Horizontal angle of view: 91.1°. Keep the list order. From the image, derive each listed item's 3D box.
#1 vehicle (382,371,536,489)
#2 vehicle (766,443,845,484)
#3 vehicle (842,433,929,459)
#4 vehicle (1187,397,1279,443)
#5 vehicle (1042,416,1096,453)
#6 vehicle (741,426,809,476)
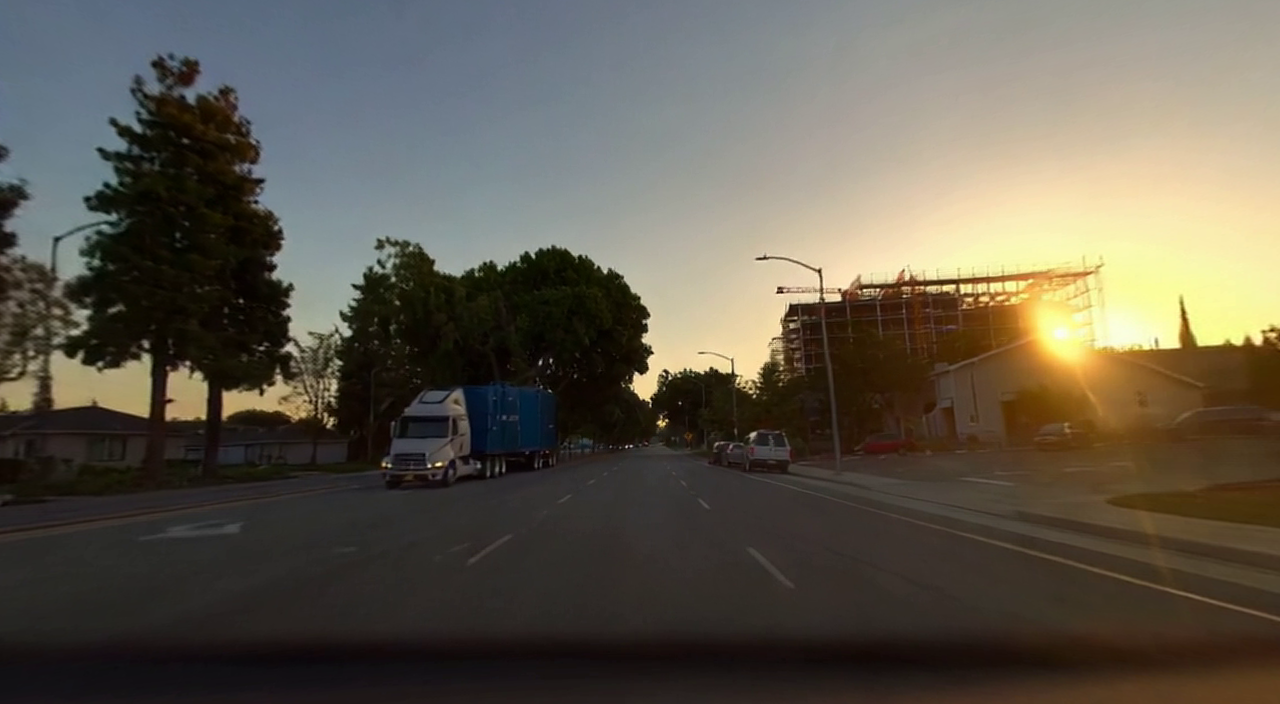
[{"bbox_3d":[-7.012,3.407,26.666,3.071,3.982,10.729,0,-8,1],"label":"vehicle"},{"bbox_3d":[6.601,4.471,25.604,1.933,1.488,4.736,0,-8,0],"label":"vehicle"},{"bbox_3d":[16.003,6.128,41.069,4.775,1.610,2.147,1,-8,-2],"label":"vehicle"},{"bbox_3d":[29.953,3.345,30.453,4.720,2.131,2.111,0,-8,0],"label":"vehicle"},{"bbox_3d":[23.237,4.542,34.168,2.078,1.823,5.181,-5,-10,31],"label":"vehicle"},{"bbox_3d":[6.673,4.968,31.785,2.233,2.269,5.757,0,-8,1],"label":"vehicle"}]
